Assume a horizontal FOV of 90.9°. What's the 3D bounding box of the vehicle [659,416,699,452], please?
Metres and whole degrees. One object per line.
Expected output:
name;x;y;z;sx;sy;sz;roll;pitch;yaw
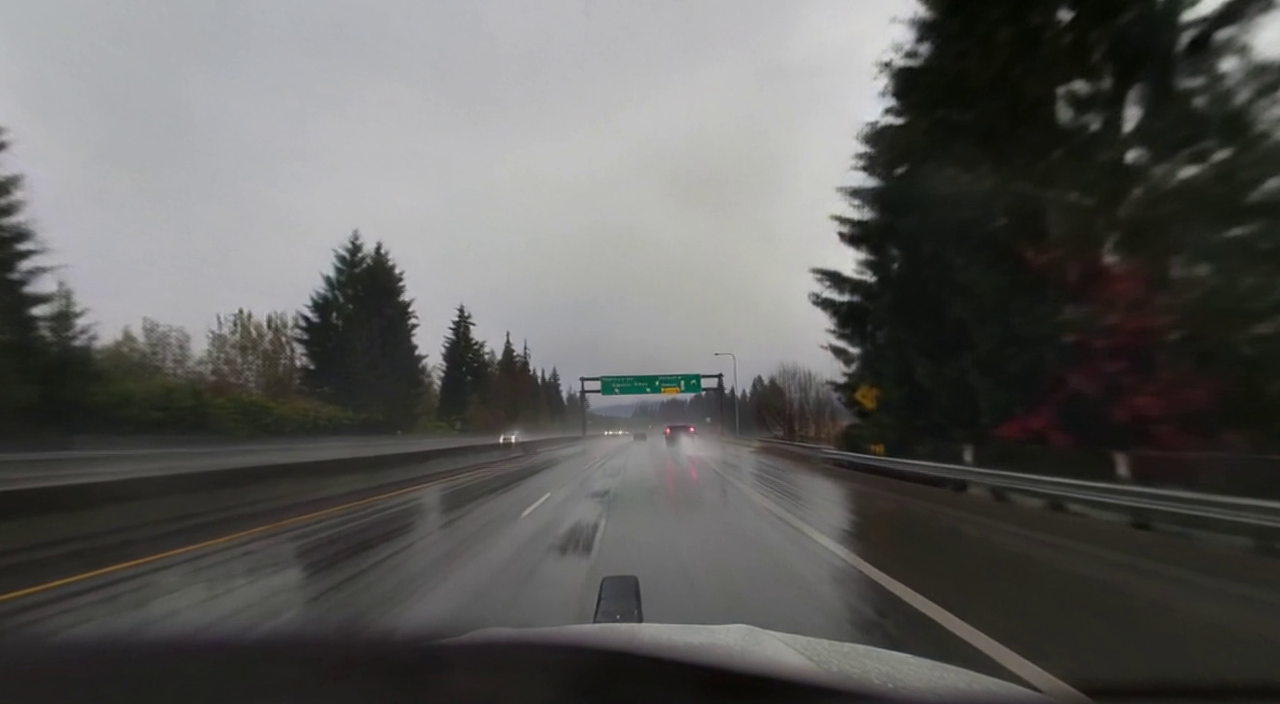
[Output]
vehicle;2.604;5.636;43.362;2.450;2.314;4.753;0;-8;0
